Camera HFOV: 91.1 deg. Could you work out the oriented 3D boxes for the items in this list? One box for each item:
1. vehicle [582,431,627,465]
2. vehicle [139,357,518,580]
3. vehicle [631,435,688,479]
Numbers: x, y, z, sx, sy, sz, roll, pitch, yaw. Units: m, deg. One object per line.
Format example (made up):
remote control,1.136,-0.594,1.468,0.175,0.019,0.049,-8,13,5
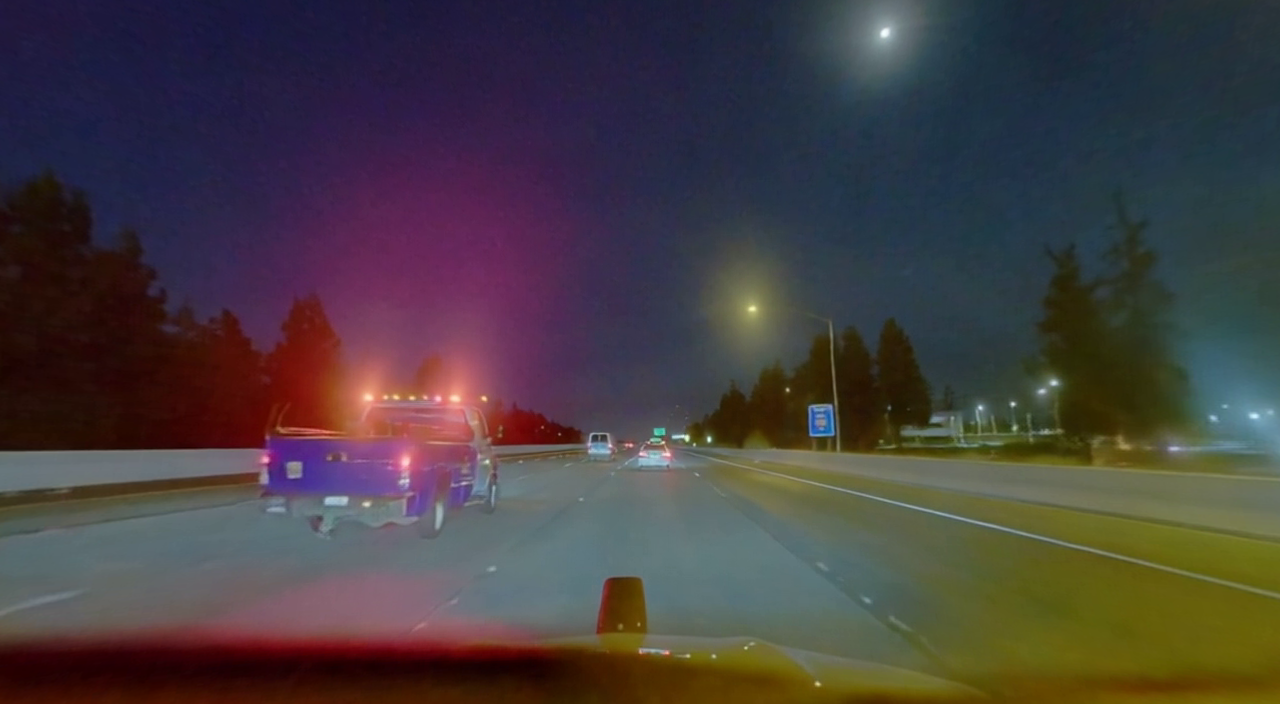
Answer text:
vehicle,-2.330,6.543,43.060,2.526,2.146,5.594,0,-8,2
vehicle,-3.451,1.478,8.690,2.292,2.070,5.532,0,-8,1
vehicle,0.777,4.359,26.369,2.165,1.653,4.456,0,-8,1
